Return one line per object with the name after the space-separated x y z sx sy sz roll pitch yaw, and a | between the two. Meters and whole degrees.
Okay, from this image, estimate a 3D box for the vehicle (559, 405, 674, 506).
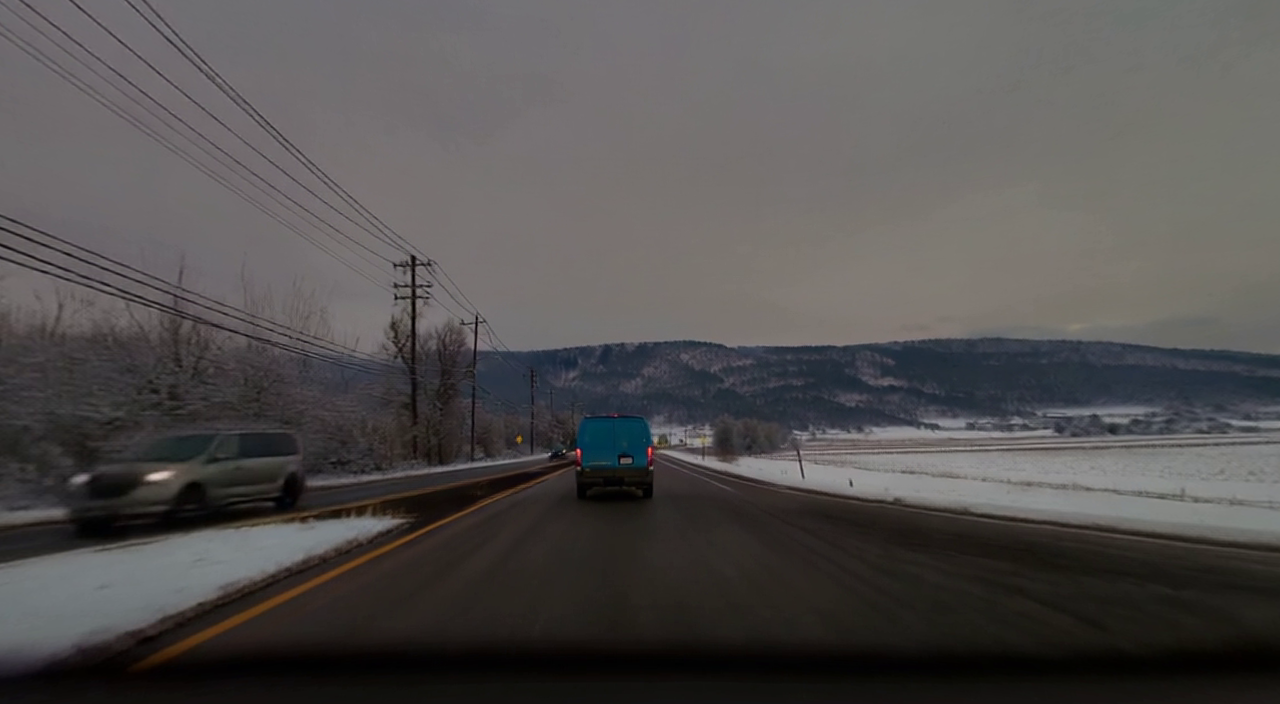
-0.607 2.556 15.823 2.454 2.144 4.535 0 -8 -3 | vehicle

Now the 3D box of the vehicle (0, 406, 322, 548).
-9.448 2.451 13.186 2.260 2.264 5.982 0 -8 2 | vehicle
